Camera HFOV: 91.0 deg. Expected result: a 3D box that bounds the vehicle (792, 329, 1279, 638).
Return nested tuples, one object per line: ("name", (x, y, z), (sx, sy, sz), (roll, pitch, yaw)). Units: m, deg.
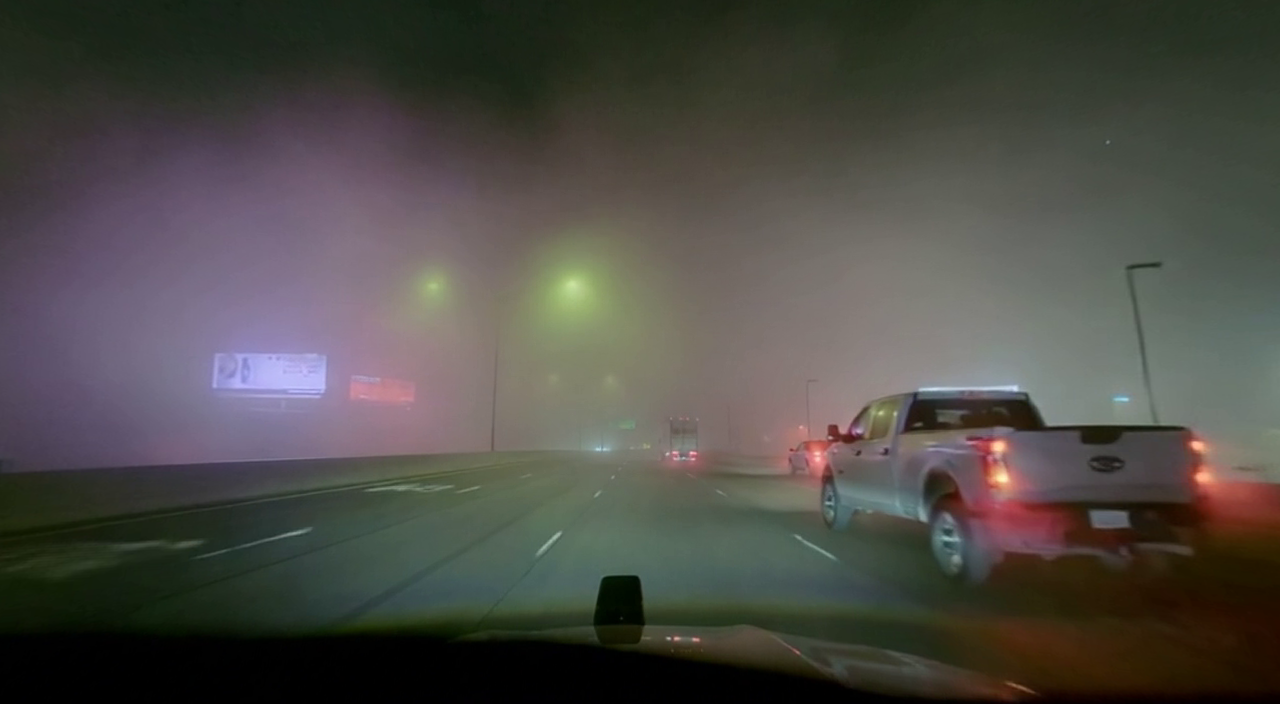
("vehicle", (3.987, 1.385, 7.596), (2.740, 2.157, 6.300), (0, -9, 0))
